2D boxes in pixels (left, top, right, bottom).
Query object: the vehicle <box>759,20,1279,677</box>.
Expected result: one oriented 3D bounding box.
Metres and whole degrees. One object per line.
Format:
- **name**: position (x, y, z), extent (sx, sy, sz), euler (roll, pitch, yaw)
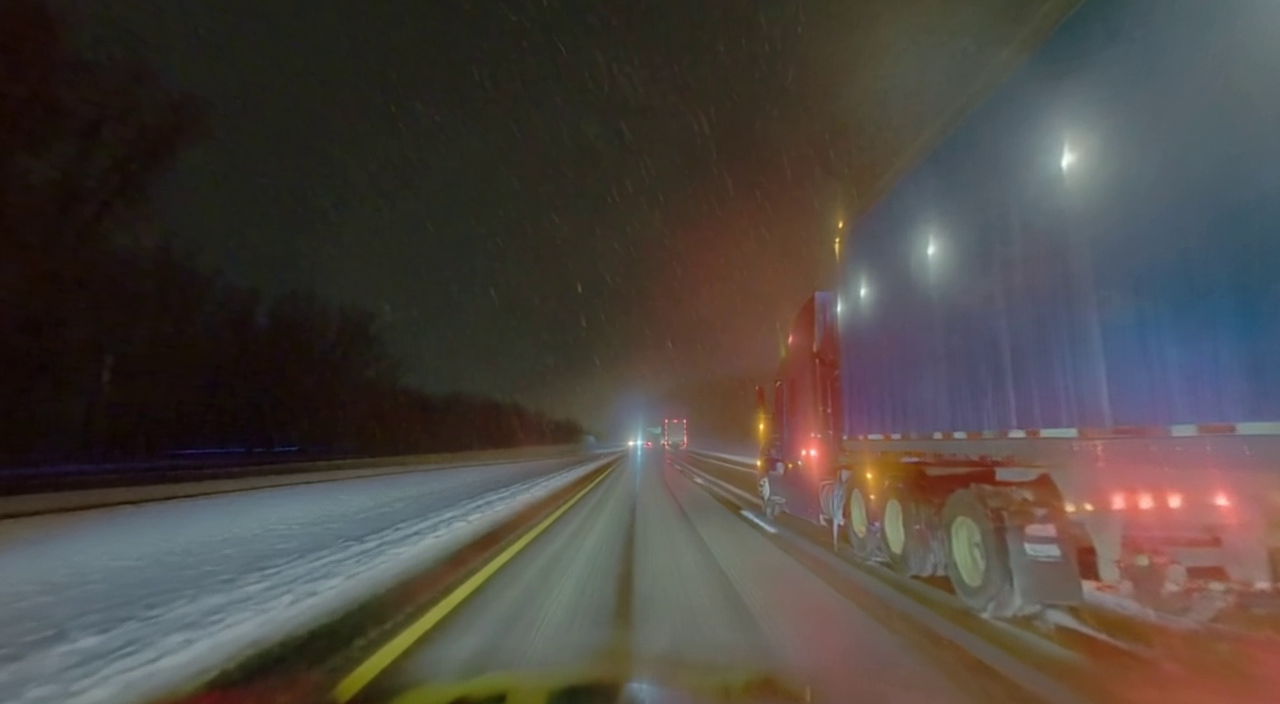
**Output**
- **vehicle**: position (4.093, 0.546, 8.631), extent (3.080, 4.016, 9.760), euler (0, -8, 1)
